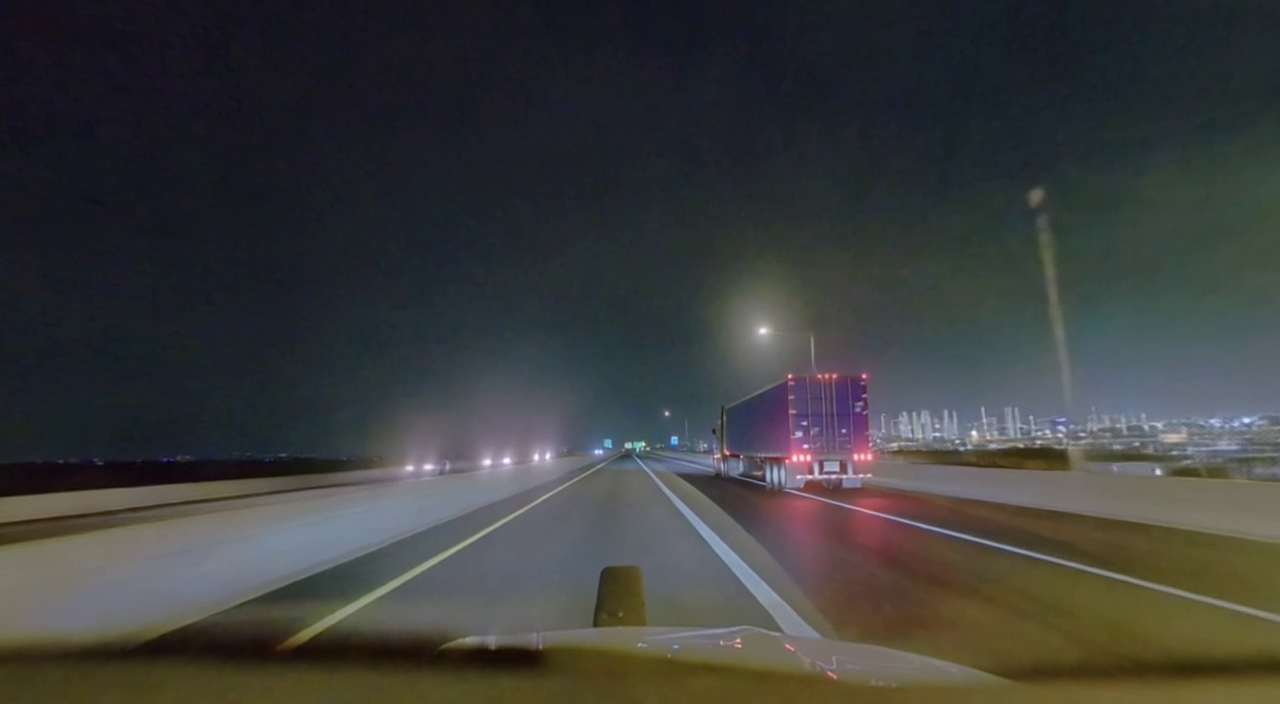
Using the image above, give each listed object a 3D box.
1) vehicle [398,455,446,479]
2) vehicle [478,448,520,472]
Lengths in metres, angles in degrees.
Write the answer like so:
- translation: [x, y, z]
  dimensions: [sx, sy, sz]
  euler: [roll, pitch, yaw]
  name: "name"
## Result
- translation: [-14.397, 7.602, 41.860]
  dimensions: [1.952, 1.458, 3.694]
  euler: [0, -9, -1]
  name: "vehicle"
- translation: [-10.089, 7.754, 45.539]
  dimensions: [2.071, 1.621, 4.273]
  euler: [0, -9, -1]
  name: "vehicle"
